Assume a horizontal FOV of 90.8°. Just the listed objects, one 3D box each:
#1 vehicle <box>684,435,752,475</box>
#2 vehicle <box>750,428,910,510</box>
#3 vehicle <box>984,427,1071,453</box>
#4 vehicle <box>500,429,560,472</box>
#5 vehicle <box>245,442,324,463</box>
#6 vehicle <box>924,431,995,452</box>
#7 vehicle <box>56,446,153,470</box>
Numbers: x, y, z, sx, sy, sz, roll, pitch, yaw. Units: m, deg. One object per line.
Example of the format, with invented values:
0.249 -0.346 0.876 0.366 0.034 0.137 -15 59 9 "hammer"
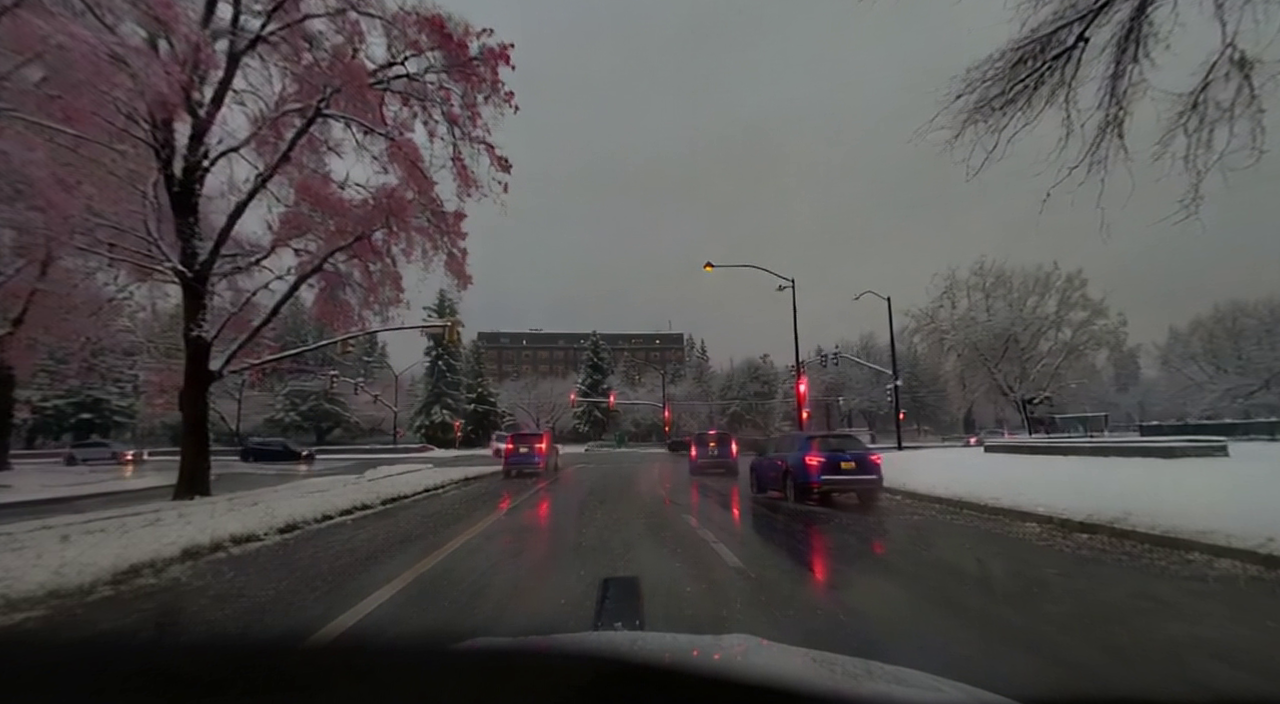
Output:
3.059 4.179 25.814 2.007 1.466 4.291 0 -8 -3 "vehicle"
3.952 2.505 14.042 2.019 1.518 4.285 0 -8 -3 "vehicle"
25.350 5.786 41.424 4.520 1.640 1.825 0 -8 -3 "vehicle"
-4.797 4.363 28.153 1.995 1.703 4.367 0 -8 -2 "vehicle"
-25.490 7.187 45.438 4.549 1.439 1.794 0 -8 -3 "vehicle"
22.769 6.387 45.050 4.097 1.436 1.739 0 -8 -3 "vehicle"
-35.160 6.938 41.563 4.526 1.452 1.920 0 -8 -3 "vehicle"
